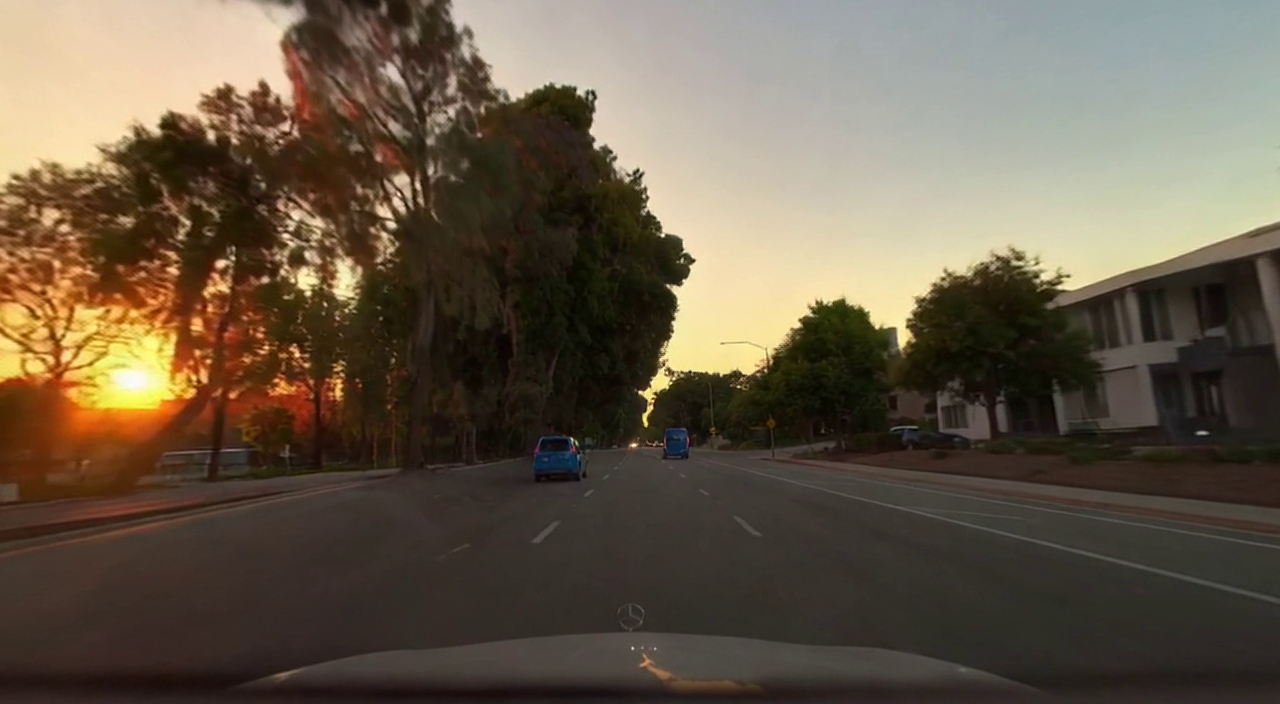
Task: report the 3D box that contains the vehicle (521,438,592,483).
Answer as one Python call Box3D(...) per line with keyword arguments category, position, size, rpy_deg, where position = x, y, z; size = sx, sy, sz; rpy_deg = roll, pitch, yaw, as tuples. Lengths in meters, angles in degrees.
Box3D(category="vehicle", position=(-3.148, 4.209, 24.791), size=(2.129, 1.602, 4.532), rpy_deg=(0, -8, 1))
